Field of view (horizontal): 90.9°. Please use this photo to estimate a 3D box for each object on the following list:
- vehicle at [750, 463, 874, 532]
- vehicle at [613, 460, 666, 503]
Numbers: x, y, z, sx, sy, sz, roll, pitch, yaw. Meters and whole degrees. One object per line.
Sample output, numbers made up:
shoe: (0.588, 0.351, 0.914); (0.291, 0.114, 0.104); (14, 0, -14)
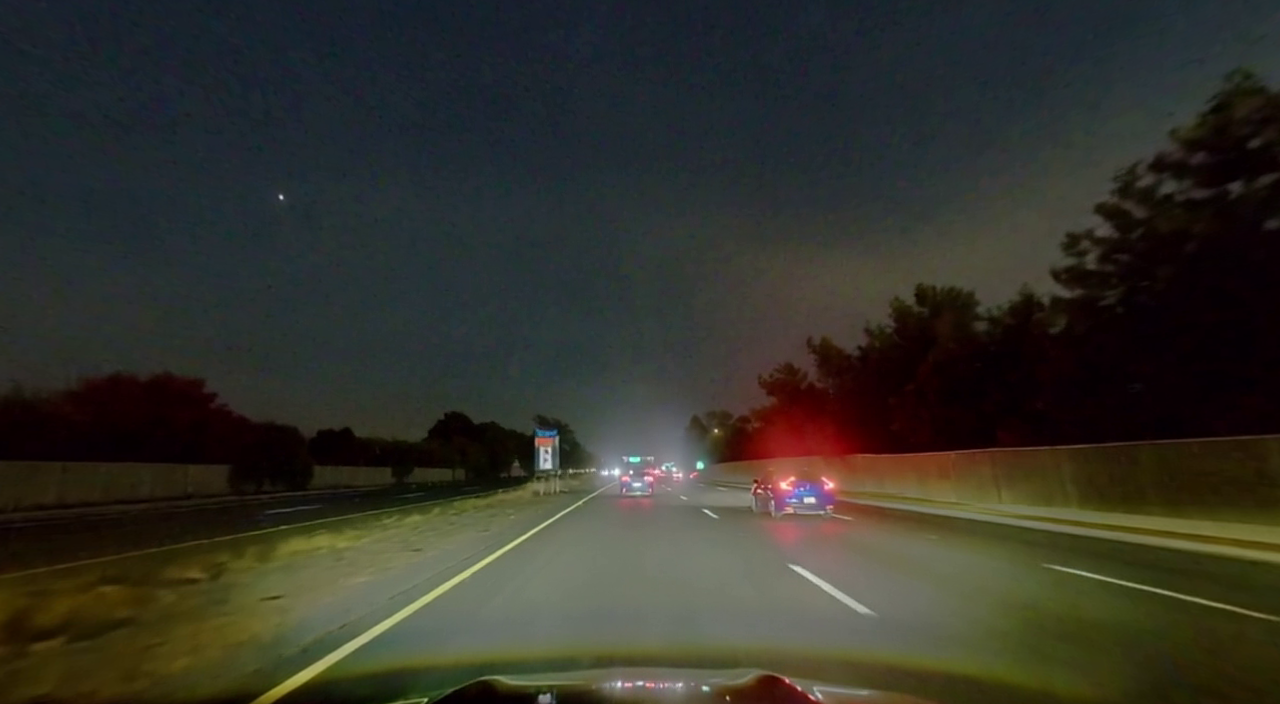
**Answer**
vehicle: (4.185, 3.626, 16.105); (1.938, 1.494, 4.032); (1, -11, -1)
vehicle: (-0.027, 5.334, 26.163); (2.037, 1.605, 3.833); (1, -11, 0)
